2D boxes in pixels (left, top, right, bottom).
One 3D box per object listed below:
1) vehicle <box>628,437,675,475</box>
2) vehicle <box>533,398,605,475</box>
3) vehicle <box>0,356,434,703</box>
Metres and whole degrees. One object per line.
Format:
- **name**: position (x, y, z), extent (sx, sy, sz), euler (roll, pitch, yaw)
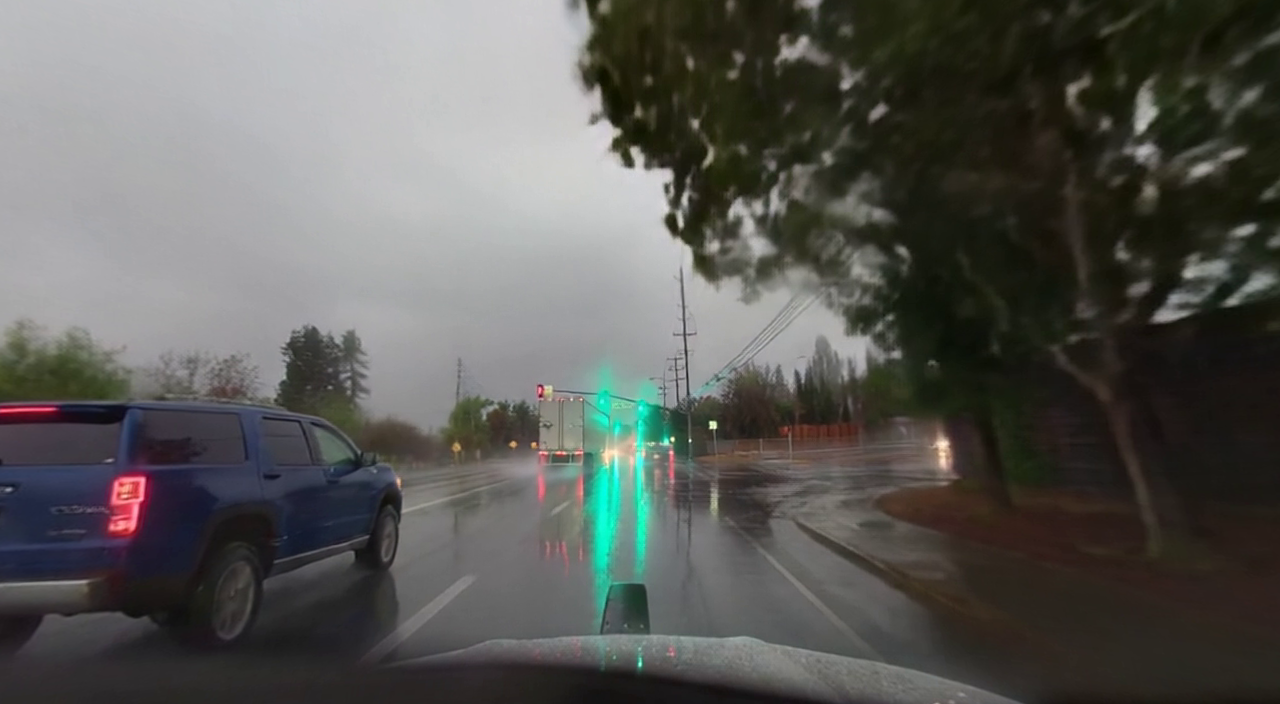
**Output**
- **vehicle**: position (0.565, 5.122, 31.208), extent (2.174, 1.749, 4.113), euler (0, -8, 1)
- **vehicle**: position (-3.626, 4.724, 34.694), extent (2.928, 3.658, 8.980), euler (0, -8, 0)
- **vehicle**: position (-3.588, 1.264, 5.318), extent (2.093, 1.832, 4.508), euler (0, -9, 1)
